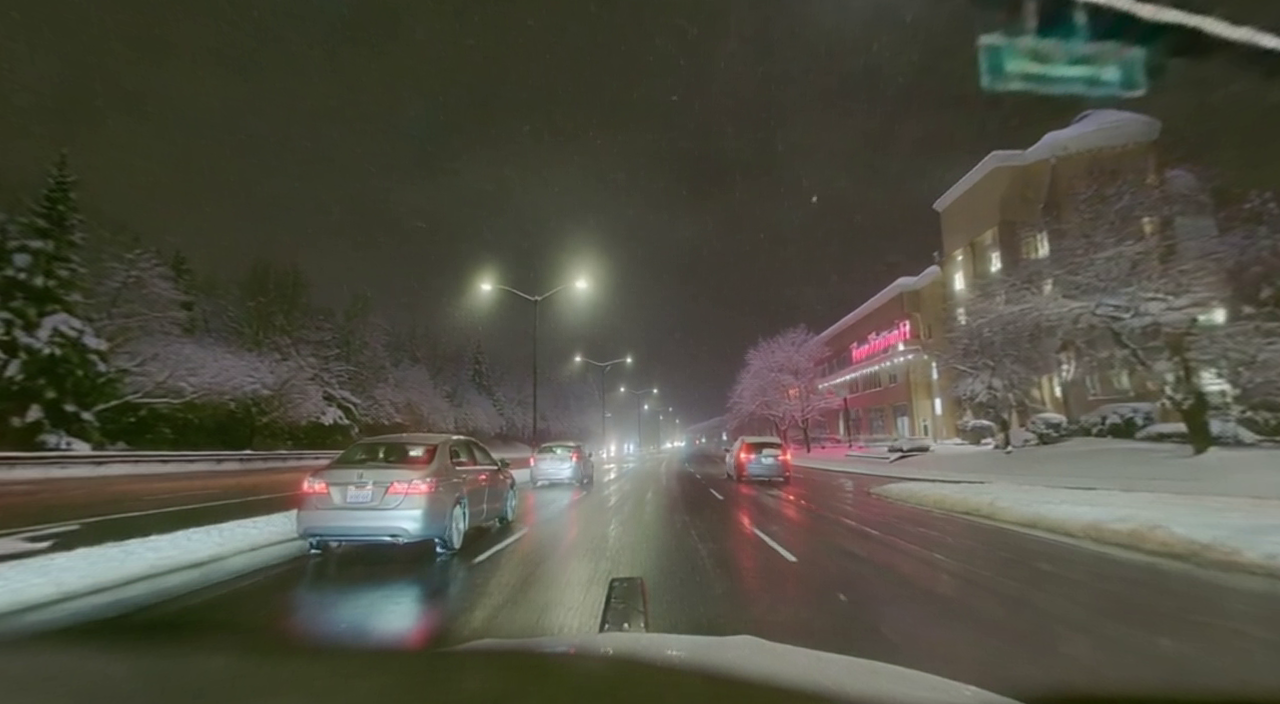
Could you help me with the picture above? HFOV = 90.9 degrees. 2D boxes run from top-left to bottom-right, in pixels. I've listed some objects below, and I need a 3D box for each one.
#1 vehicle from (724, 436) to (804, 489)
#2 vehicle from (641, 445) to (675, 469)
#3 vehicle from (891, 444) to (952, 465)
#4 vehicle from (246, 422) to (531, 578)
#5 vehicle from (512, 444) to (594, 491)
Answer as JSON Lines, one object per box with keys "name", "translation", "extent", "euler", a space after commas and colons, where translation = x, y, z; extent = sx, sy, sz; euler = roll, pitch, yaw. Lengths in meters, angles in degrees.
{"name": "vehicle", "translation": [4.324, 3.916, 22.659], "extent": [2.103, 1.699, 4.171], "euler": [0, -8, 1]}
{"name": "vehicle", "translation": [1.214, 6.956, 41.935], "extent": [2.164, 1.477, 3.988], "euler": [-1, -8, 2]}
{"name": "vehicle", "translation": [18.947, 6.883, 42.476], "extent": [3.368, 1.389, 1.595], "euler": [1, -8, -8]}
{"name": "vehicle", "translation": [-2.957, 1.843, 8.720], "extent": [2.118, 1.568, 4.436], "euler": [0, -8, 0]}
{"name": "vehicle", "translation": [-2.885, 3.952, 21.978], "extent": [1.980, 1.454, 4.226], "euler": [-1, -8, 4]}
